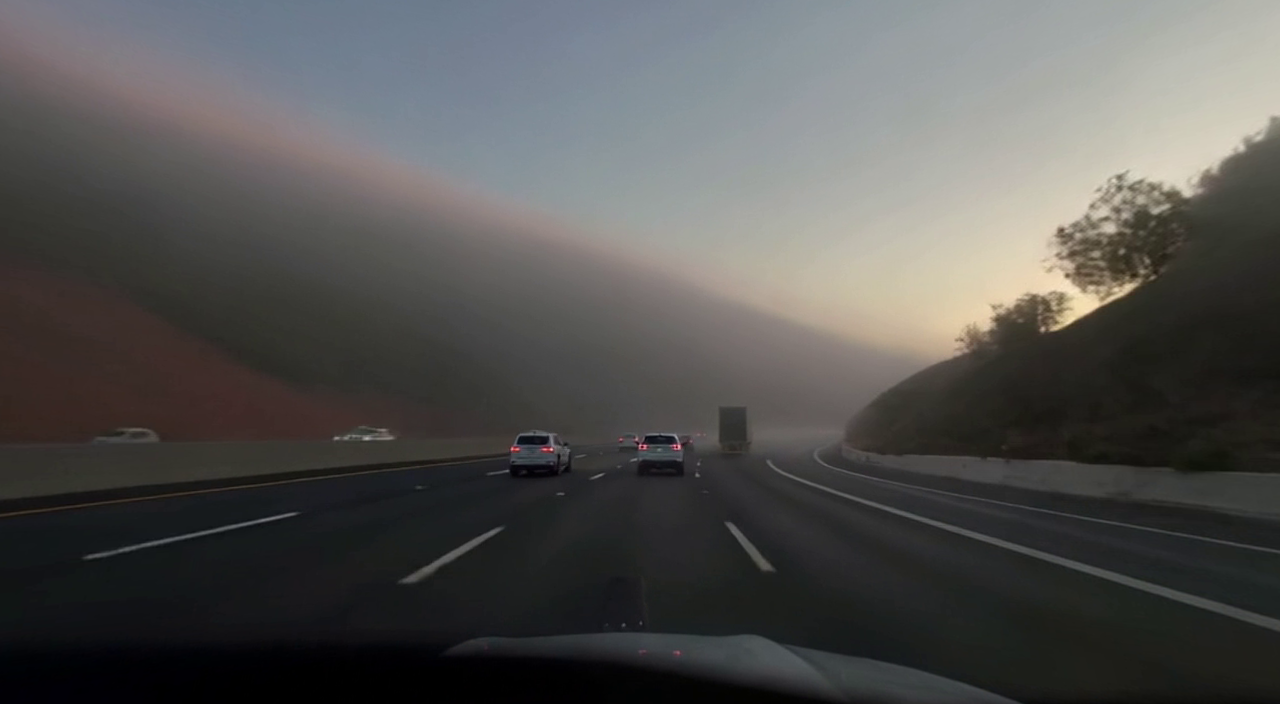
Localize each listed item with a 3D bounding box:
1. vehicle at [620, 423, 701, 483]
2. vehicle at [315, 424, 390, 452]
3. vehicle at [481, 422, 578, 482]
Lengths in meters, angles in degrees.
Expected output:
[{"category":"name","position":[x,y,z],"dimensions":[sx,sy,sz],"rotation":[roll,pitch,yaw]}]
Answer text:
[{"category":"vehicle","position":[0.787,3.440,21.672],"dimensions":[2.484,1.820,4.497],"rotation":[-1,-8,4]},{"category":"vehicle","position":[-19.151,5.806,42.331],"dimensions":[2.302,1.711,4.966],"rotation":[-1,-8,6]},{"category":"vehicle","position":[-3.426,3.235,20.530],"dimensions":[2.077,1.712,4.406],"rotation":[-1,-8,4]}]
